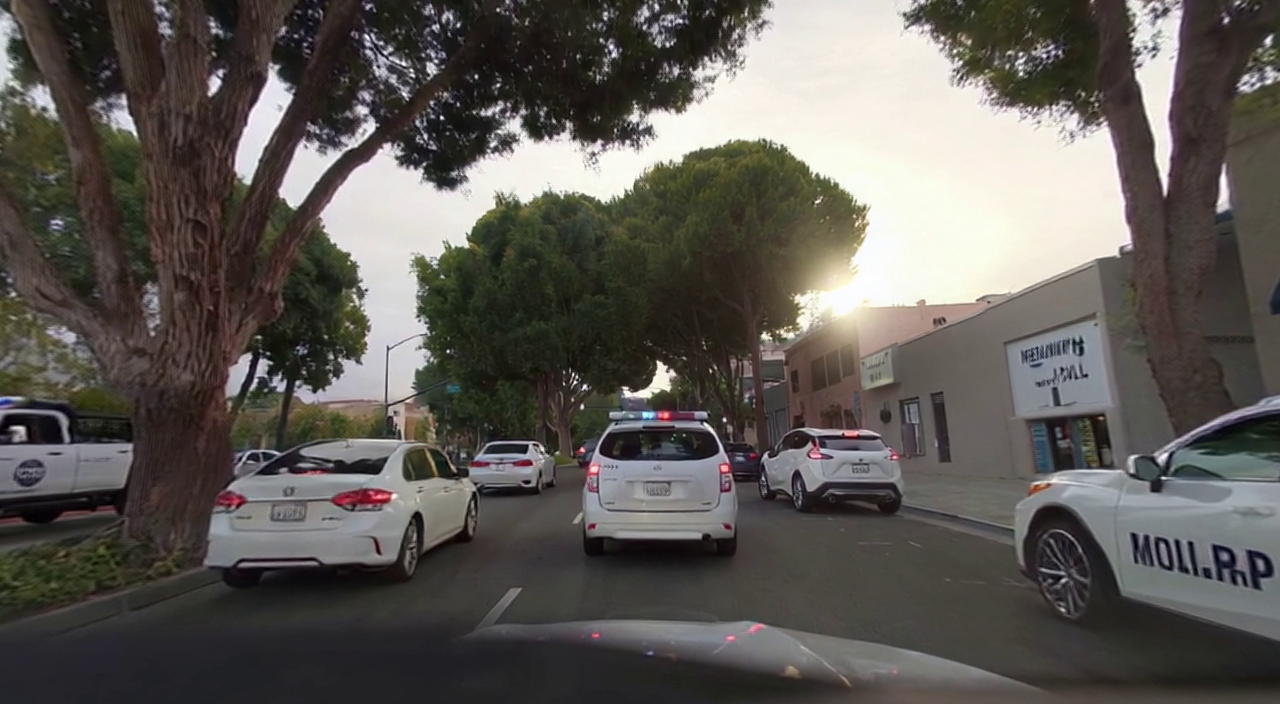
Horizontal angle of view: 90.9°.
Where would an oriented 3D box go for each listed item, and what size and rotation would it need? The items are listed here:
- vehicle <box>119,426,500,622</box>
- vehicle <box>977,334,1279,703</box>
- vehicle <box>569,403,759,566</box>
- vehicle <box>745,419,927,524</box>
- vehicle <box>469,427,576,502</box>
[{"bbox_3d":[-2.992,1.632,6.987,1.908,1.474,4.257,0,-8,0],"label":"vehicle"},{"bbox_3d":[4.033,0.890,3.054,1.987,1.877,5.330,1,-8,2],"label":"vehicle"},{"bbox_3d":[0.262,1.754,8.995,2.075,1.770,4.018,0,-8,0],"label":"vehicle"},{"bbox_3d":[4.030,2.593,14.331,2.038,1.865,5.786,1,-9,-3],"label":"vehicle"},{"bbox_3d":[-3.080,3.069,17.566,2.135,1.806,4.514,0,-8,0],"label":"vehicle"}]
